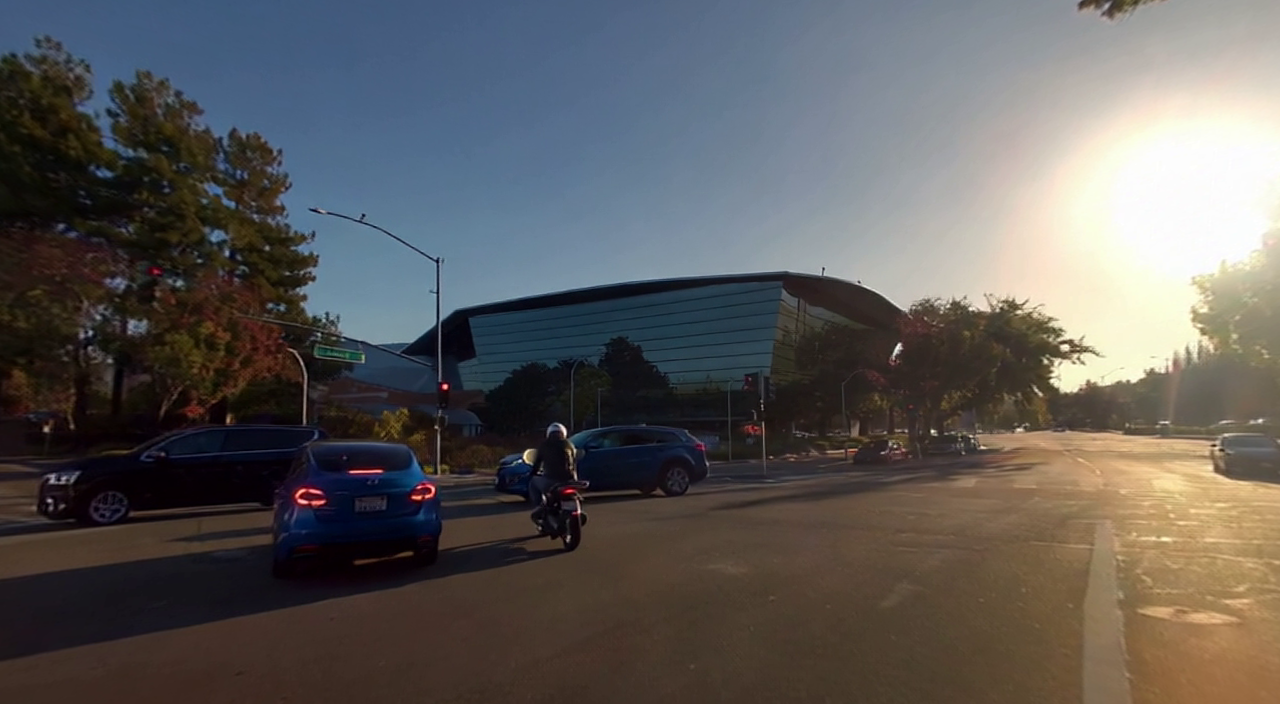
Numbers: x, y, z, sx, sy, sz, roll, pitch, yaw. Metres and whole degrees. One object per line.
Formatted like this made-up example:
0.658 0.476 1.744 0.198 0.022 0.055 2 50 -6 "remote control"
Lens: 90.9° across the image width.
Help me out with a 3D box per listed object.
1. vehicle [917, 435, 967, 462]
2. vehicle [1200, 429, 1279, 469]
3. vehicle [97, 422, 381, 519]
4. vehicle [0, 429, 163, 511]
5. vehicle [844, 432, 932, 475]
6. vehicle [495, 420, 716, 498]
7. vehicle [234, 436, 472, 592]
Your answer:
18.528 5.872 38.619 2.024 1.543 4.028 -6 -10 34 "vehicle"
24.829 3.965 25.944 1.872 1.467 4.385 -6 -10 32 "vehicle"
-7.977 2.357 12.824 4.583 1.755 1.936 -1 -8 7 "vehicle"
-14.158 2.755 15.049 4.380 1.727 2.052 -3 -9 15 "vehicle"
10.751 4.320 27.136 2.084 1.656 4.583 -7 -11 39 "vehicle"
-1.022 2.985 18.005 5.833 1.960 2.341 2 -9 -18 "vehicle"
-3.949 1.857 8.256 2.009 1.450 4.182 5 -10 -35 "vehicle"
